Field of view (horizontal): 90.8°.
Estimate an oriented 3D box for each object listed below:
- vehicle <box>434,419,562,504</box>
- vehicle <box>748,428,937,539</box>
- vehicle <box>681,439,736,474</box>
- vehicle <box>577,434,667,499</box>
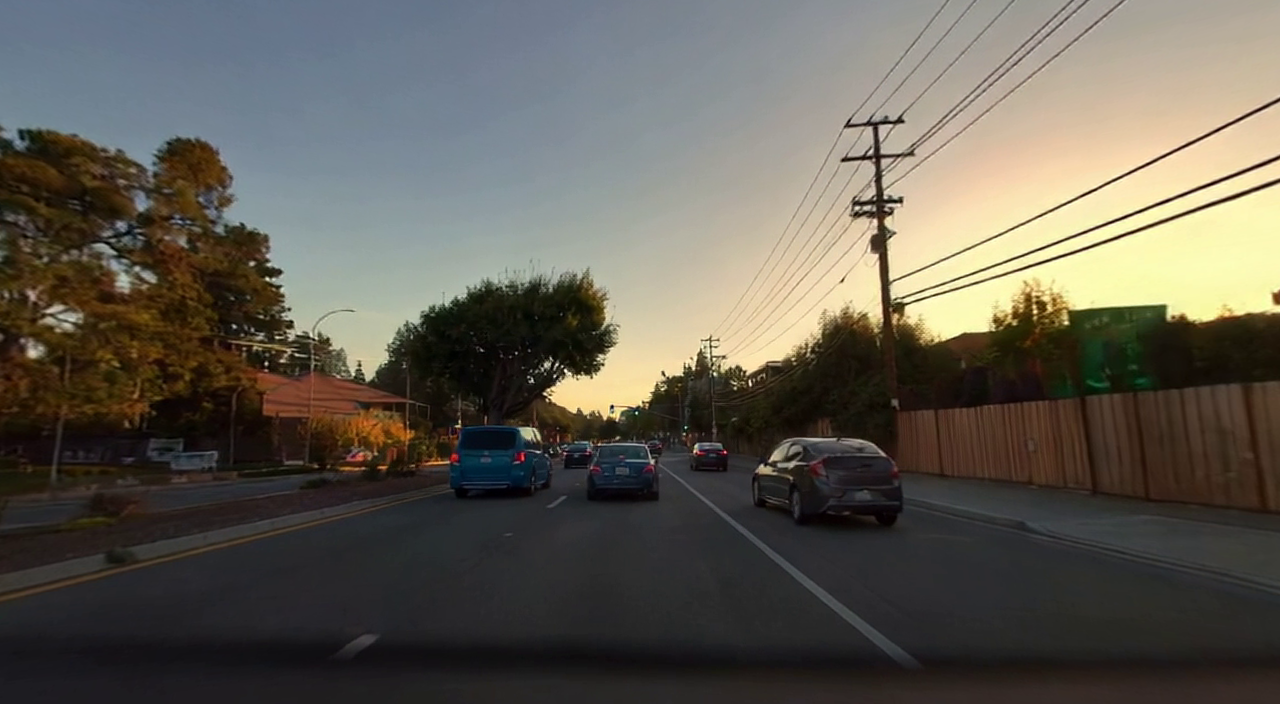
[{"bbox_3d":[-3.369,2.735,16.135,2.092,1.839,4.736,0,-9,1],"label":"vehicle"},{"bbox_3d":[3.153,2.116,10.728,1.880,1.521,3.724,0,-9,-1],"label":"vehicle"},{"bbox_3d":[3.078,4.820,29.280,1.878,1.479,4.461,0,-9,-2],"label":"vehicle"},{"bbox_3d":[-0.418,2.997,16.853,2.097,1.511,3.809,0,-9,0],"label":"vehicle"}]
